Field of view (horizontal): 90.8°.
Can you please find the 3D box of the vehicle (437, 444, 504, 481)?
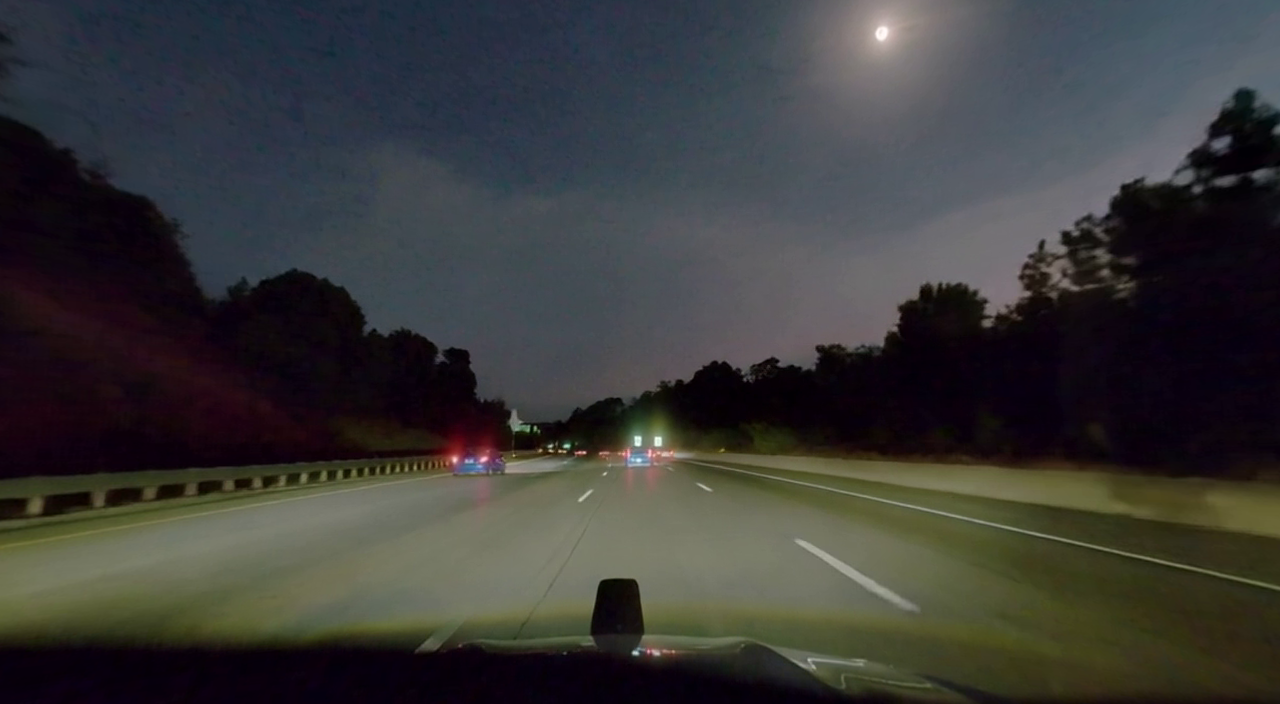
[{"bbox_3d":[-7.423,4.855,28.022,1.915,1.479,3.843,0,-8,-1],"label":"vehicle"}]
